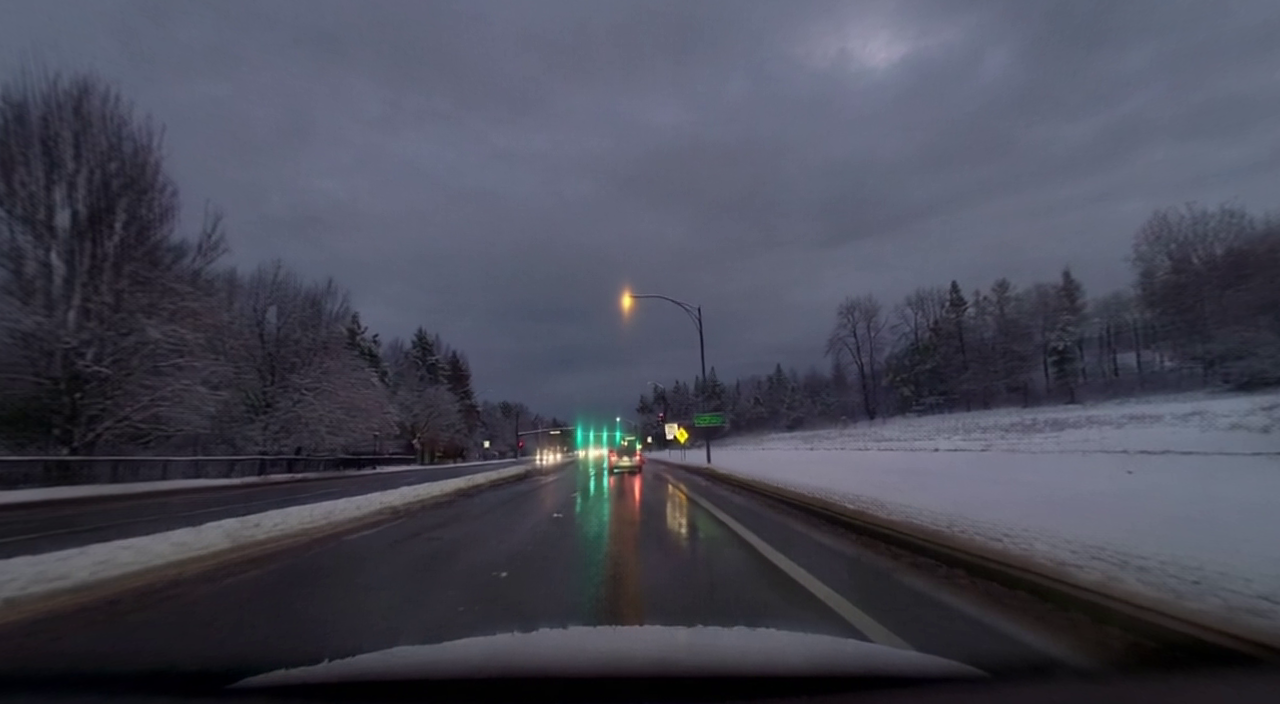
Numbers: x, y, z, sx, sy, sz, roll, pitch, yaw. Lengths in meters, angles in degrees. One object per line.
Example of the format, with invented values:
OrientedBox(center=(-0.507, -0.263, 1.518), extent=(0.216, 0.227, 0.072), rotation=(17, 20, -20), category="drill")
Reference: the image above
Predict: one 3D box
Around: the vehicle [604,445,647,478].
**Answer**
OrientedBox(center=(-0.711, 5.245, 30.275), extent=(1.954, 1.469, 3.465), rotation=(0, -9, -1), category="vehicle")
